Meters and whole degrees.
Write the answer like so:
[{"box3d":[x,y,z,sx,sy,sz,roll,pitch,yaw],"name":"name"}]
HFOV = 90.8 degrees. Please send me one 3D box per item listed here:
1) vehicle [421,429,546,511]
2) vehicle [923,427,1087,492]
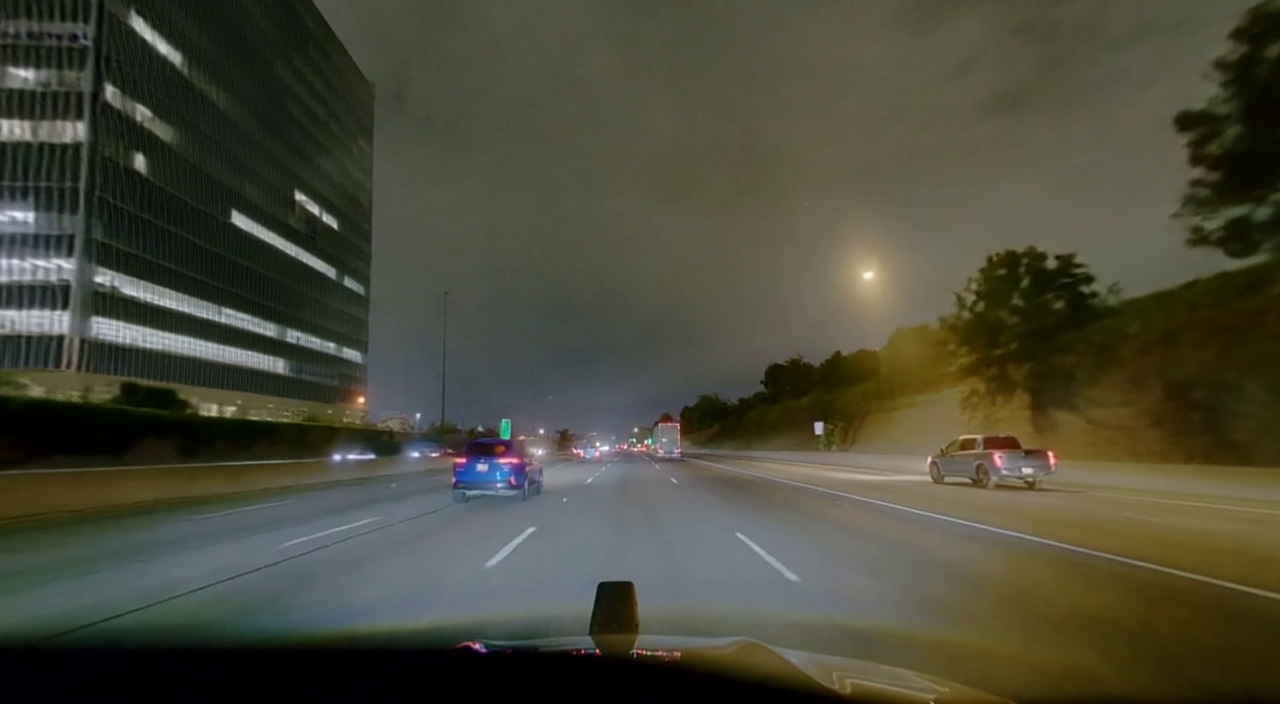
[{"box3d":[-3.628,2.822,15.530,2.039,1.710,4.237,0,-9,-1],"name":"vehicle"},{"box3d":[11.347,3.412,20.234,2.089,1.787,5.080,0,-9,-2],"name":"vehicle"}]
